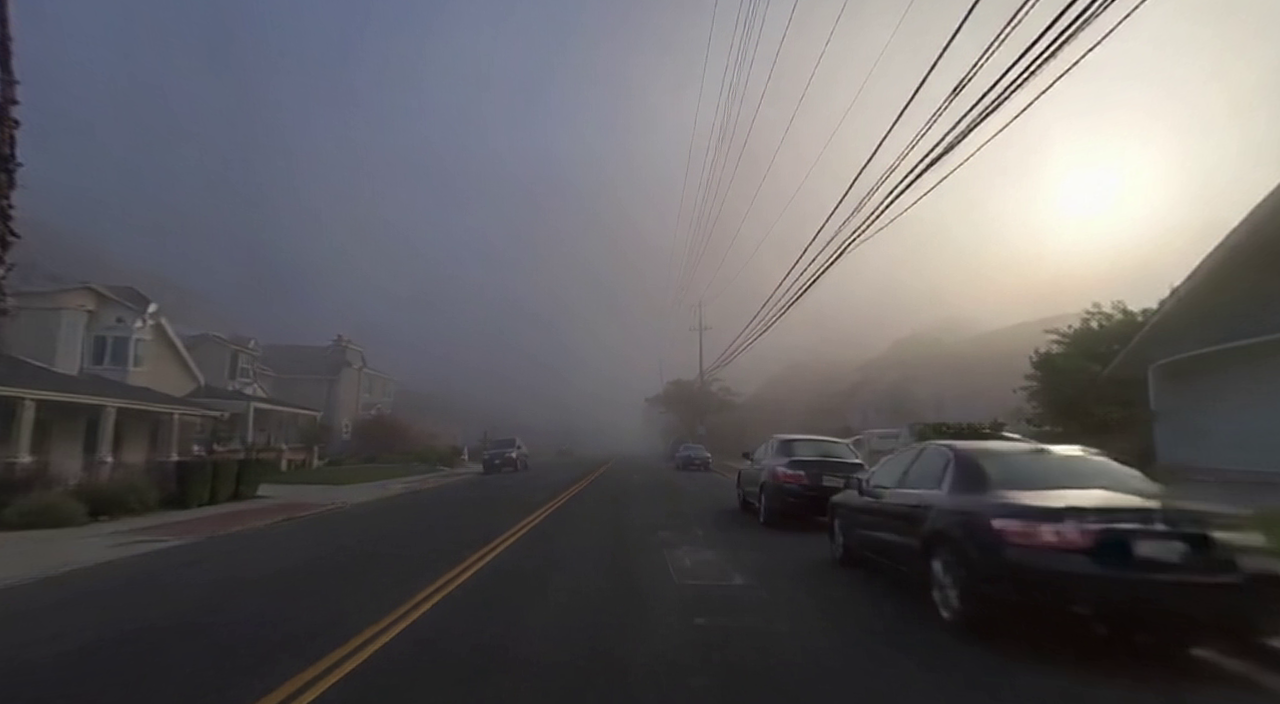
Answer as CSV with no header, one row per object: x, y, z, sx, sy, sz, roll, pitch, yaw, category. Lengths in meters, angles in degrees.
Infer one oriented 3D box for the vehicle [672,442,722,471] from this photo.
2.694,5.050,30.690,1.827,1.286,3.684,1,-8,-5,vehicle

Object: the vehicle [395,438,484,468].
-11.846,5.960,37.529,4.529,1.677,2.204,0,-8,0,vehicle

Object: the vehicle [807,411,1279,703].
2.849,1.306,5.120,1.870,1.490,3.802,0,-8,-1,vehicle

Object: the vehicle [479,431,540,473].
-6.685,5.247,32.852,2.156,1.932,4.518,-2,-11,1,vehicle
